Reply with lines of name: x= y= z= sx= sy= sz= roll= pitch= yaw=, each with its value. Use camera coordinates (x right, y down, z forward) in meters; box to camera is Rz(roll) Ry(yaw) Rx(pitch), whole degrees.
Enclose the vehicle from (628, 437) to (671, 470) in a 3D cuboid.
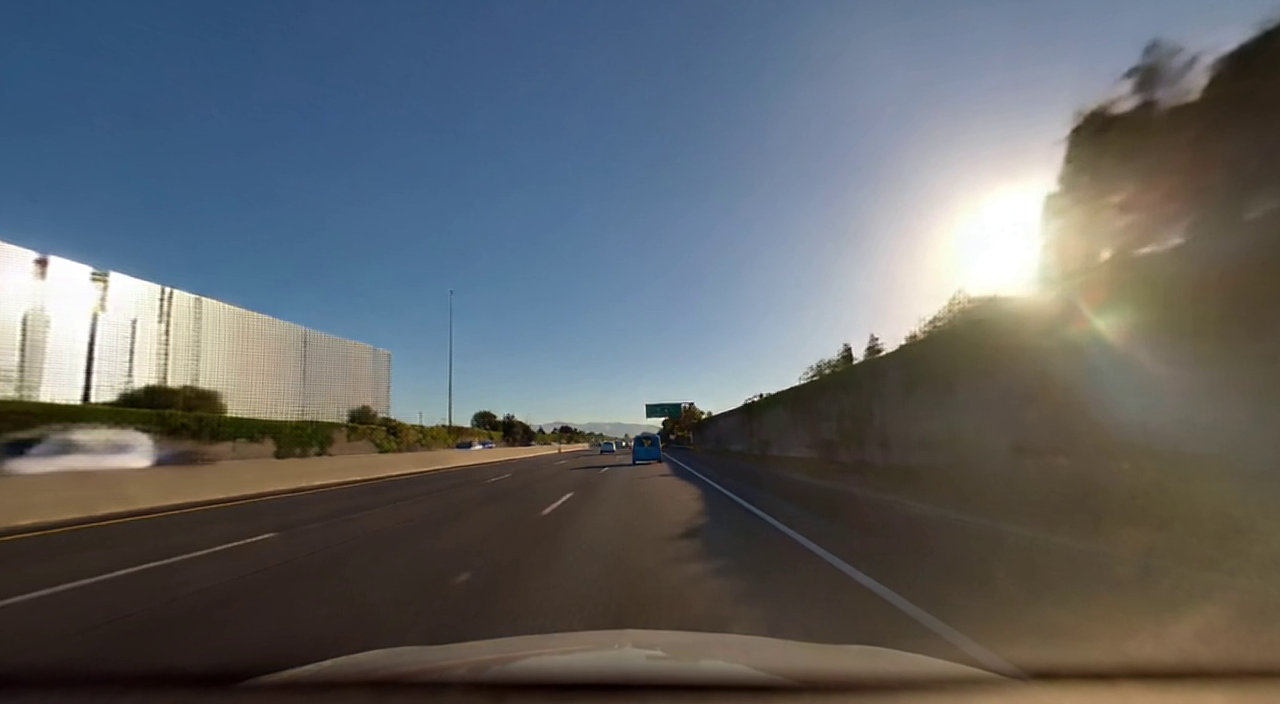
vehicle: x=0.459 y=4.952 z=30.846 sx=1.997 sy=1.484 sz=3.409 roll=0 pitch=-8 yaw=1
